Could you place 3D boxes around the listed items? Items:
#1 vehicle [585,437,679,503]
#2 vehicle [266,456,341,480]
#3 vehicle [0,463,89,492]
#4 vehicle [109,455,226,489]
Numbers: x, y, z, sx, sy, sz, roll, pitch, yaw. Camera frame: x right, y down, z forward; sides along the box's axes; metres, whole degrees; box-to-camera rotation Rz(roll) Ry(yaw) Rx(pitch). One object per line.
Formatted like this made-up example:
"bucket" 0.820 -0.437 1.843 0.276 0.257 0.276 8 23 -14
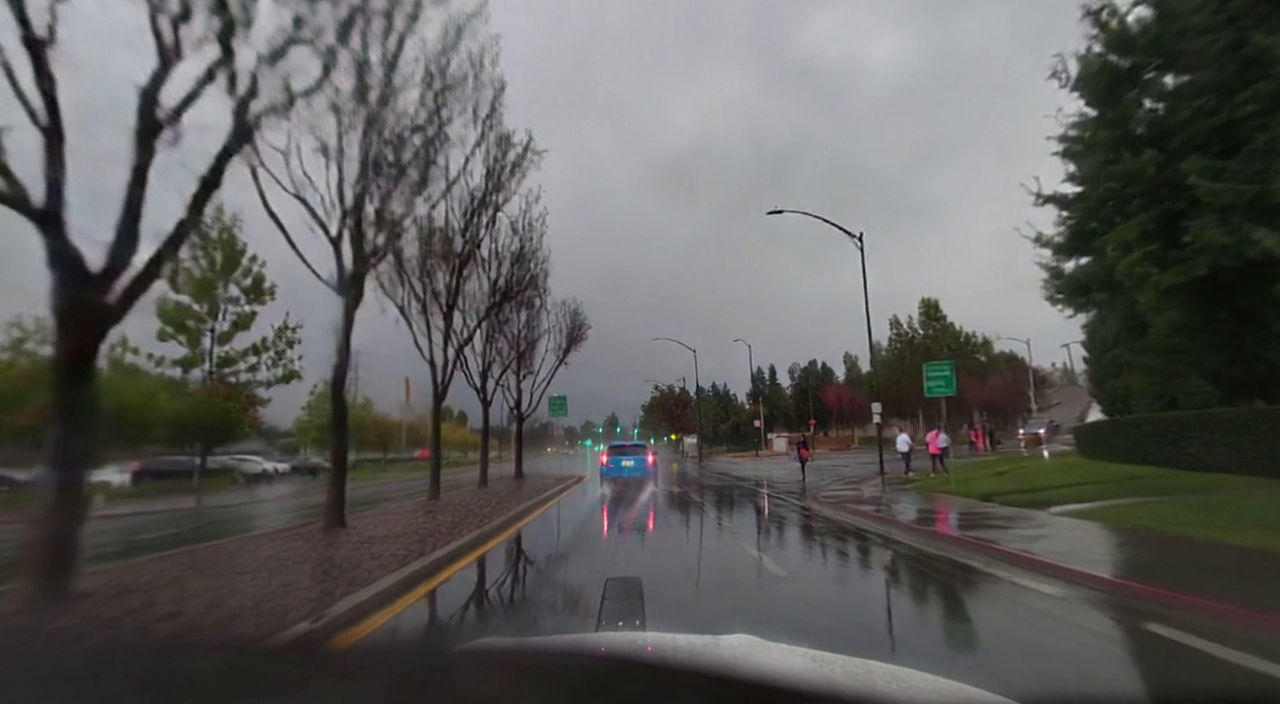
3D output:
"vehicle" -0.214 3.149 17.339 2.221 1.570 4.398 0 -8 -1
"vehicle" -23.110 7.959 43.457 4.086 1.478 1.844 0 -8 -4
"vehicle" -35.305 7.264 36.685 4.500 1.542 2.155 0 -9 -2
"vehicle" -22.905 5.822 30.760 4.038 1.531 2.015 1 -9 -2
